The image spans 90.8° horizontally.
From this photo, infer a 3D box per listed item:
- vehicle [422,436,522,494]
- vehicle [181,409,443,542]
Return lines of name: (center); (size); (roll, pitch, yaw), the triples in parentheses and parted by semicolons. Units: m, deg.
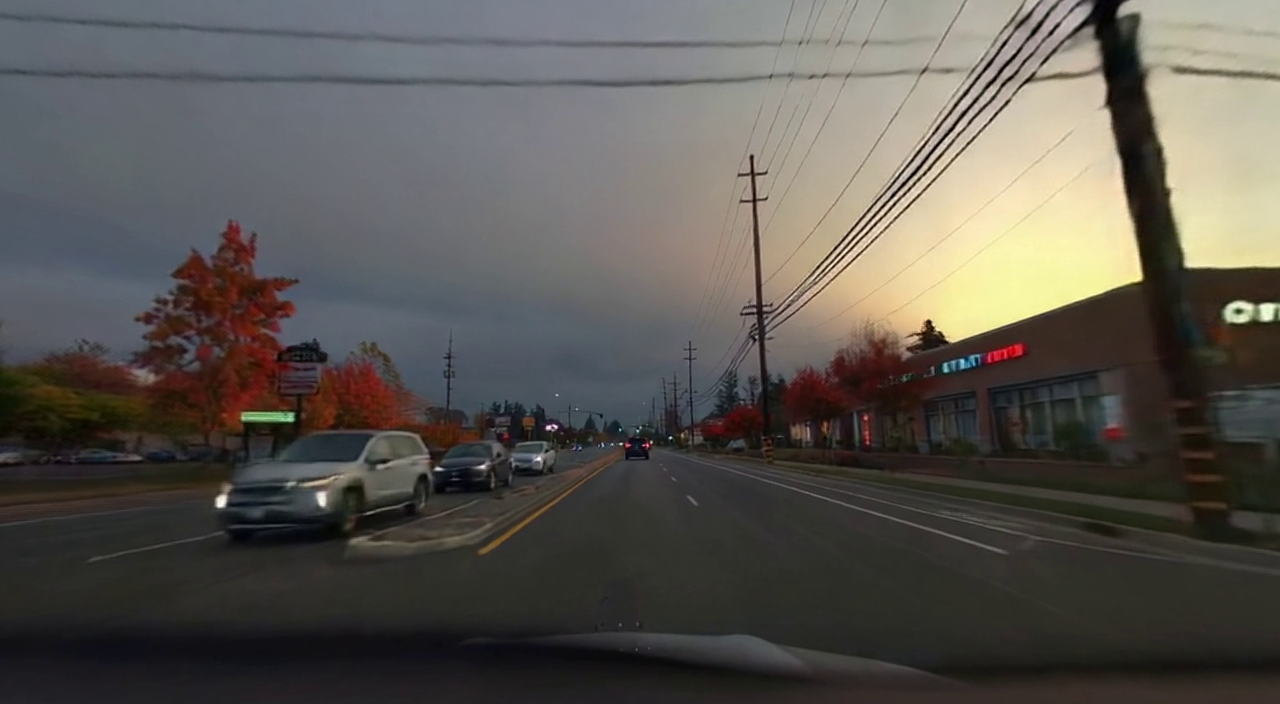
vehicle: (-5.083, 3.459, 19.806); (1.909, 1.524, 4.614); (-2, -8, 0)
vehicle: (-5.536, 2.144, 11.710); (2.278, 1.828, 4.970); (-2, -8, -1)
